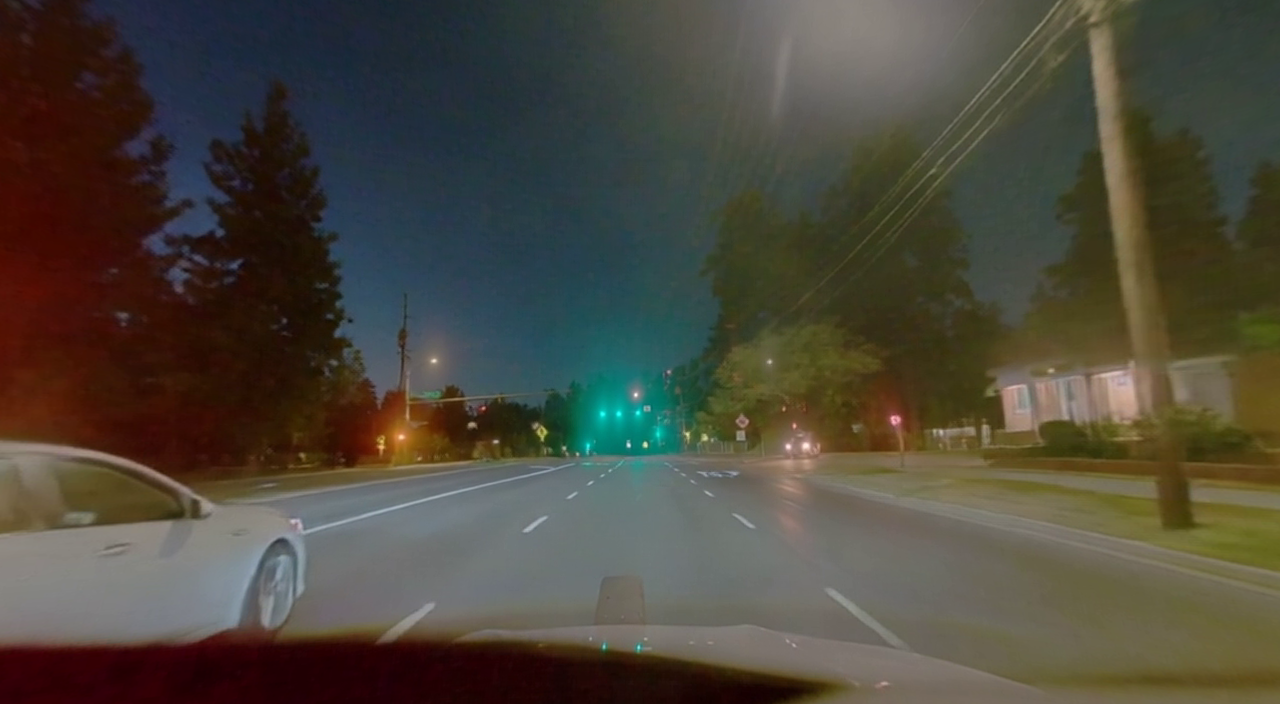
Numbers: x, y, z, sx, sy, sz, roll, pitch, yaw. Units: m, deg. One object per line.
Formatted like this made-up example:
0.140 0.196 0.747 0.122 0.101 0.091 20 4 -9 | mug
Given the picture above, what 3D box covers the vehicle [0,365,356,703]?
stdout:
-3.334 0.858 2.358 2.139 1.564 4.901 0 -8 1 | vehicle
